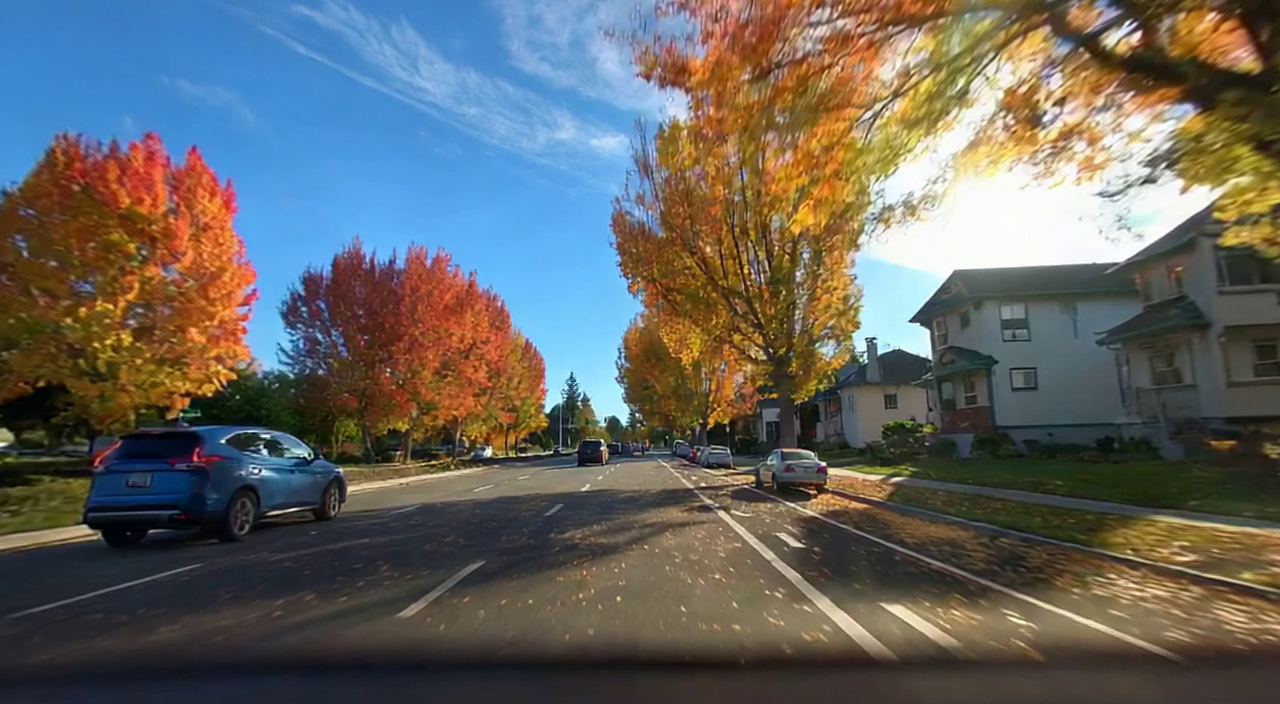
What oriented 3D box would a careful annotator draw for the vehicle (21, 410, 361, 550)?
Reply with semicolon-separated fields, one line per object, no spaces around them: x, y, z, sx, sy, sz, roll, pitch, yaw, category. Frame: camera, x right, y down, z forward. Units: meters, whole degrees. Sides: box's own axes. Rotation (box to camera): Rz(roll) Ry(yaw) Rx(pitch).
-6.578;1.924;10.100;2.034;1.711;4.512;0;-9;1;vehicle

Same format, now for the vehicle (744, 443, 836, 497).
4.637;3.702;20.167;1.939;1.504;4.189;0;-9;0;vehicle

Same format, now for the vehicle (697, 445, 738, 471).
4.935;6.818;40.699;1.952;1.505;4.713;0;-9;-1;vehicle

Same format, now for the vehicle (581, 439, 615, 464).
-3.085;7.497;47.476;2.228;1.796;4.491;0;-9;1;vehicle
